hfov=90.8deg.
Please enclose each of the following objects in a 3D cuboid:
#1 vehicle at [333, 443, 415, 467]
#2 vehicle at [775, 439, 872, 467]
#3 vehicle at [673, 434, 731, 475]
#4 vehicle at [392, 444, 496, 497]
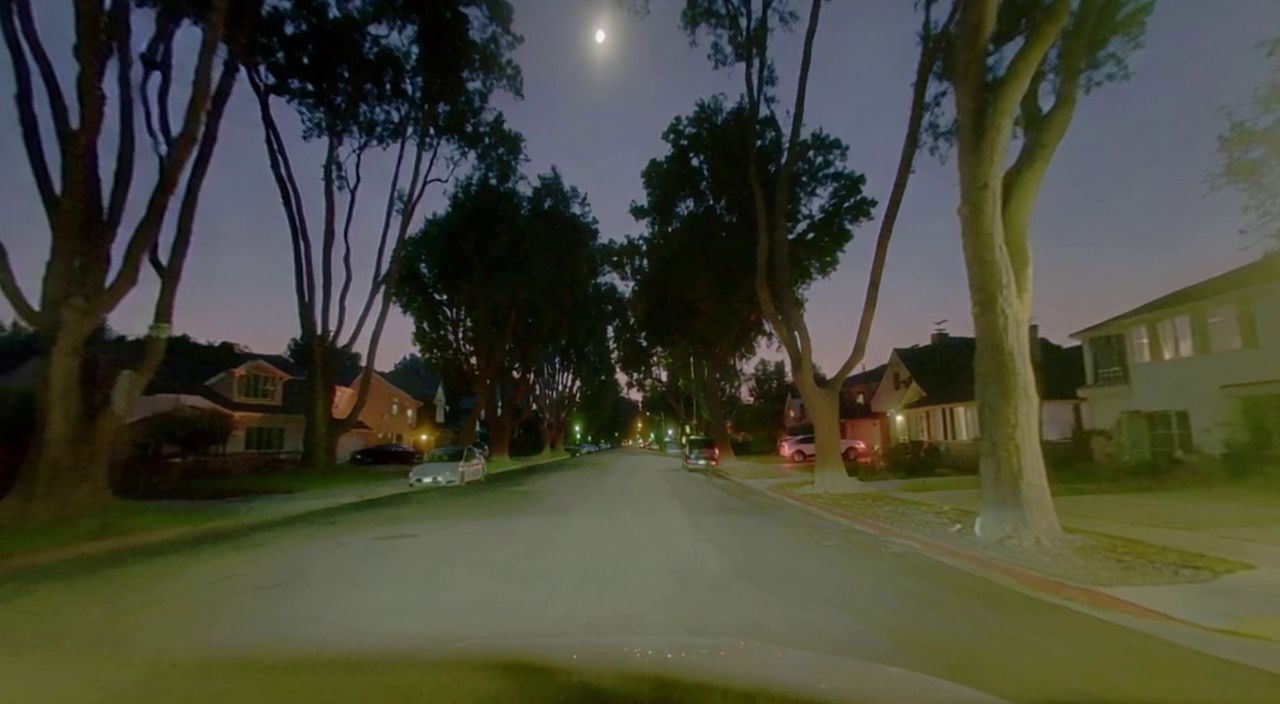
[{"bbox_3d":[-16.410,6.355,39.074,4.276,1.463,1.832,-1,-8,6],"label":"vehicle"},{"bbox_3d":[10.212,5.684,35.515,5.041,1.486,1.969,-2,-8,11],"label":"vehicle"},{"bbox_3d":[3.017,5.138,31.938,2.241,1.875,5.059,0,-8,-2],"label":"vehicle"},{"bbox_3d":[-6.510,3.939,21.551,2.099,1.399,4.357,-4,-7,1],"label":"vehicle"}]
